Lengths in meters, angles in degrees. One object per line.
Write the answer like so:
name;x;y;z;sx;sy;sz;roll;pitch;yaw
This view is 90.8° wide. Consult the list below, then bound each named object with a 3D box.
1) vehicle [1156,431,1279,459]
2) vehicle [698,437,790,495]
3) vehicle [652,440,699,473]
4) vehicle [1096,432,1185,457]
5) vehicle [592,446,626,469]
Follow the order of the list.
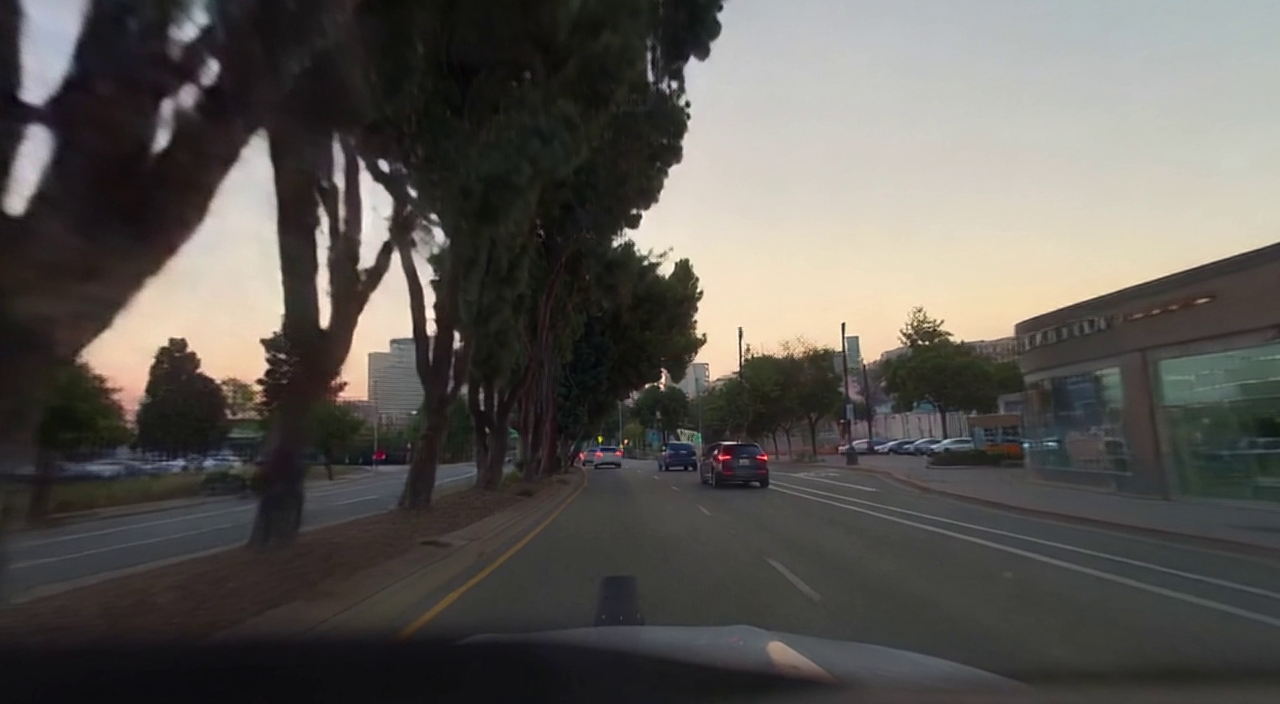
vehicle;32.285;5.216;35.415;4.860;1.461;2.041;0;-8;0
vehicle;3.112;3.494;19.790;1.966;1.596;3.980;0;-9;-4
vehicle;1.995;5.993;36.574;2.046;1.768;4.370;1;-9;-5
vehicle;32.409;5.980;40.999;4.032;1.560;2.059;0;-9;-1
vehicle;-2.240;7.368;44.344;2.068;1.512;3.987;1;-9;-8
